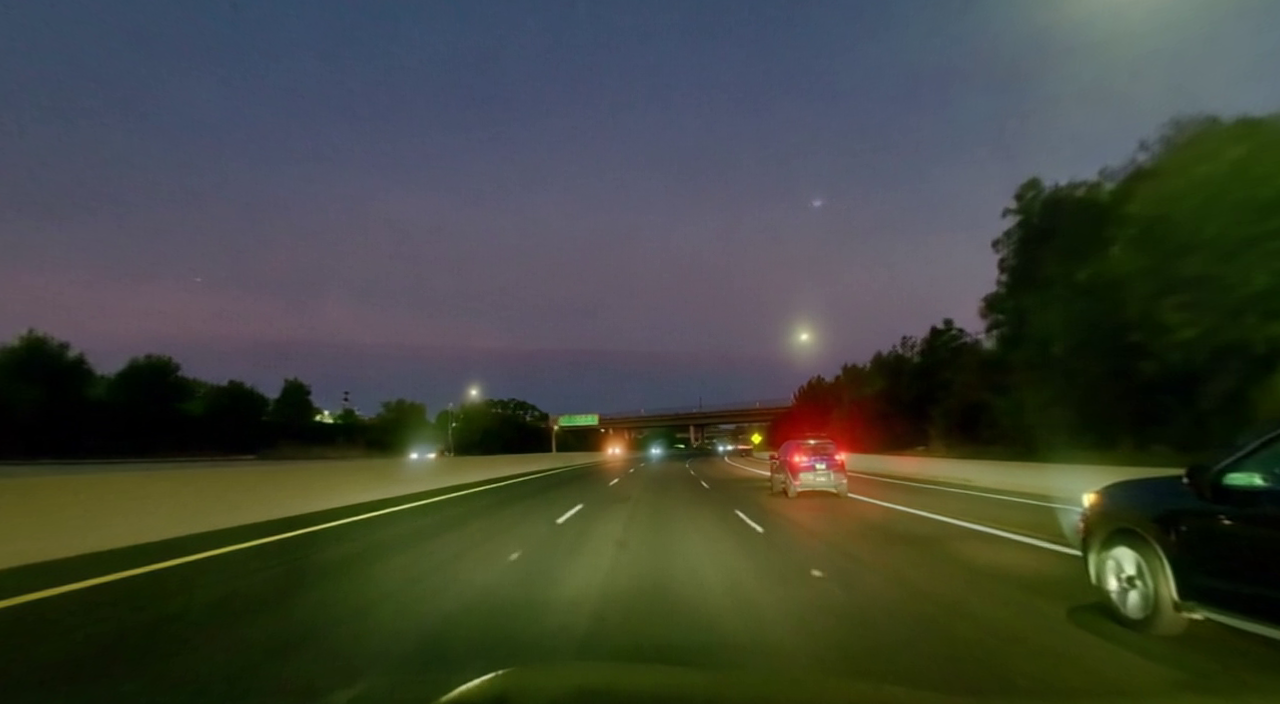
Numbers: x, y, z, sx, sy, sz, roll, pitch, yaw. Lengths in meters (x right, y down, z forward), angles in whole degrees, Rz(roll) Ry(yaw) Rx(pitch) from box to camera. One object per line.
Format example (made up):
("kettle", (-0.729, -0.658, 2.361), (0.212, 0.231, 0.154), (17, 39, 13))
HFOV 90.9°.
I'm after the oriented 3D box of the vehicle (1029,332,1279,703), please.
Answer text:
("vehicle", (3.756, 0.696, 2.117), (2.019, 1.732, 4.579), (0, -8, 1))
